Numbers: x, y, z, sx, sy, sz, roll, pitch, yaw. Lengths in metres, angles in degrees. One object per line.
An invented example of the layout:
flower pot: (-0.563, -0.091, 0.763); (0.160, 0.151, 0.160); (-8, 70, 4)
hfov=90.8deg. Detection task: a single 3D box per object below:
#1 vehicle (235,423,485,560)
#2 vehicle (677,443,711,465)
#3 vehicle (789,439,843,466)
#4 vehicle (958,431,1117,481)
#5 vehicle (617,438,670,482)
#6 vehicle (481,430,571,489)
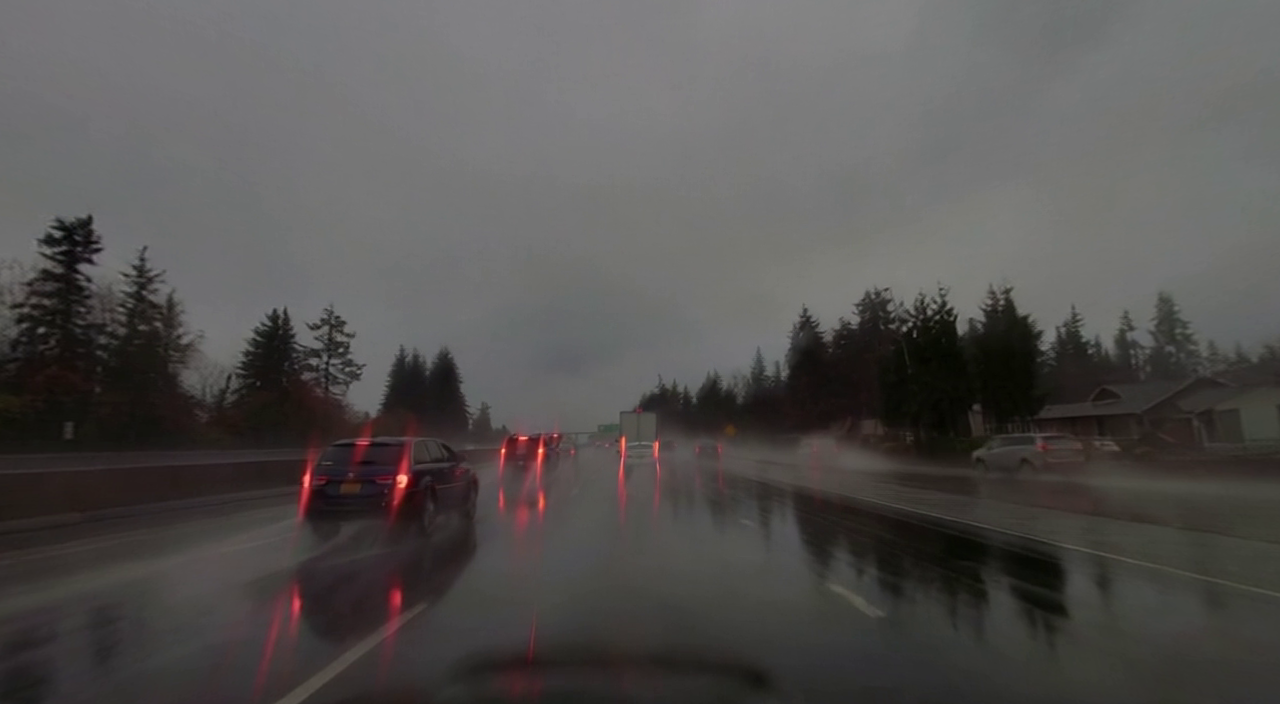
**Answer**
vehicle: (-3.931, 2.022, 9.801); (1.988, 1.668, 4.021); (0, -9, 0)
vehicle: (3.937, 7.522, 46.730); (2.027, 1.554, 4.252); (0, -9, -1)
vehicle: (11.671, 6.702, 42.143); (2.048, 1.674, 4.106); (1, -9, -5)
vehicle: (13.272, 3.533, 21.560); (1.905, 1.490, 4.826); (1, -9, -6)
vehicle: (0.131, 4.518, 26.663); (2.063, 1.703, 4.203); (0, -9, 0)
vehicle: (-4.084, 3.997, 23.799); (2.301, 1.944, 5.482); (0, -9, 1)
